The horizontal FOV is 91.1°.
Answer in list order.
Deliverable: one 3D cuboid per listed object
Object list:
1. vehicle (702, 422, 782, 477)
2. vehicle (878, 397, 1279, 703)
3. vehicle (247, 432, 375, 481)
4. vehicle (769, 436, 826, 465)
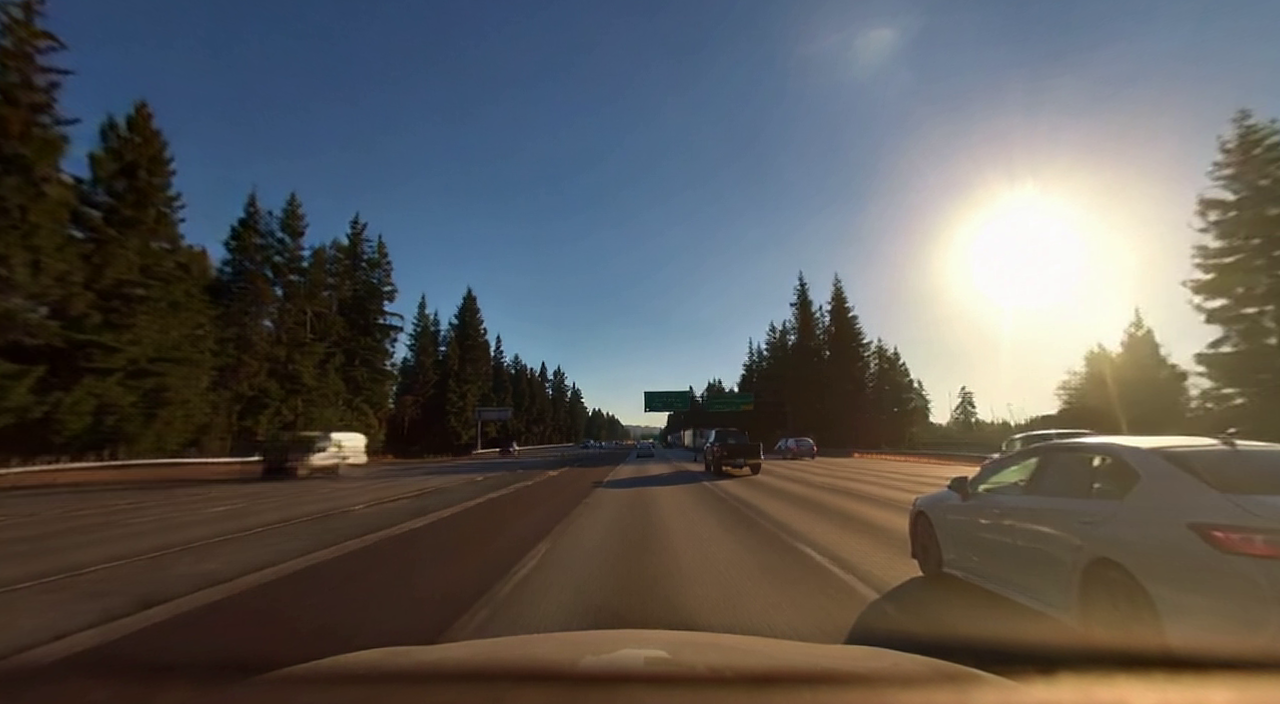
[{"bbox_3d":[3.836,3.821,24.774,2.206,1.902,5.460,0,-8,0],"label":"vehicle"},{"bbox_3d":[3.339,1.114,3.819,1.904,1.453,4.789,0,-8,0],"label":"vehicle"},{"bbox_3d":[-14.608,4.686,28.449,2.636,1.959,5.813,-1,-8,1],"label":"vehicle"},{"bbox_3d":[8.754,5.527,35.319,2.002,1.500,4.715,0,-8,0],"label":"vehicle"}]
